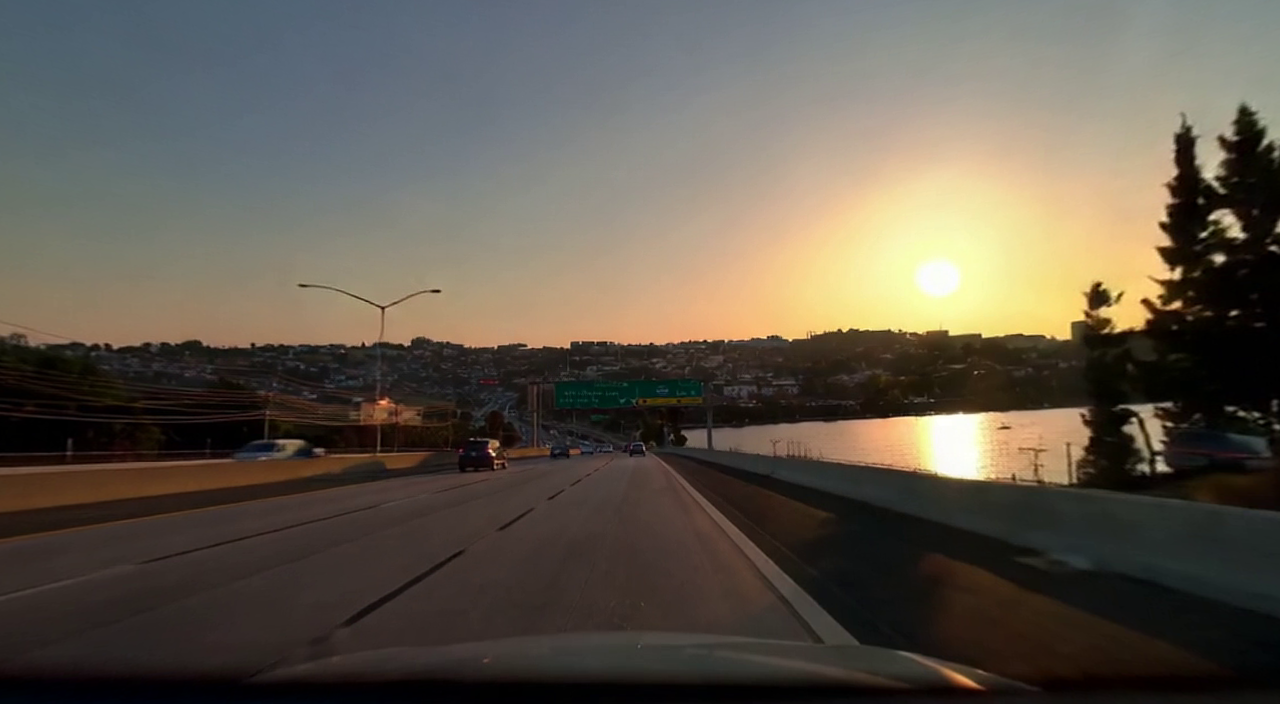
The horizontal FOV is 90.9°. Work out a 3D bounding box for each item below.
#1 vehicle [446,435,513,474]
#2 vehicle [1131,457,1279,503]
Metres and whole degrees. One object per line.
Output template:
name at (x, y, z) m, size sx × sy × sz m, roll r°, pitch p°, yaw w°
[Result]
vehicle at (-7.205, 4.640, 28.766) m, size 1.946 × 1.590 × 4.042 m, roll 0°, pitch -8°, yaw 1°
vehicle at (20.783, 4.594, 22.811) m, size 4.457 × 1.502 × 1.850 m, roll 0°, pitch -8°, yaw -1°
